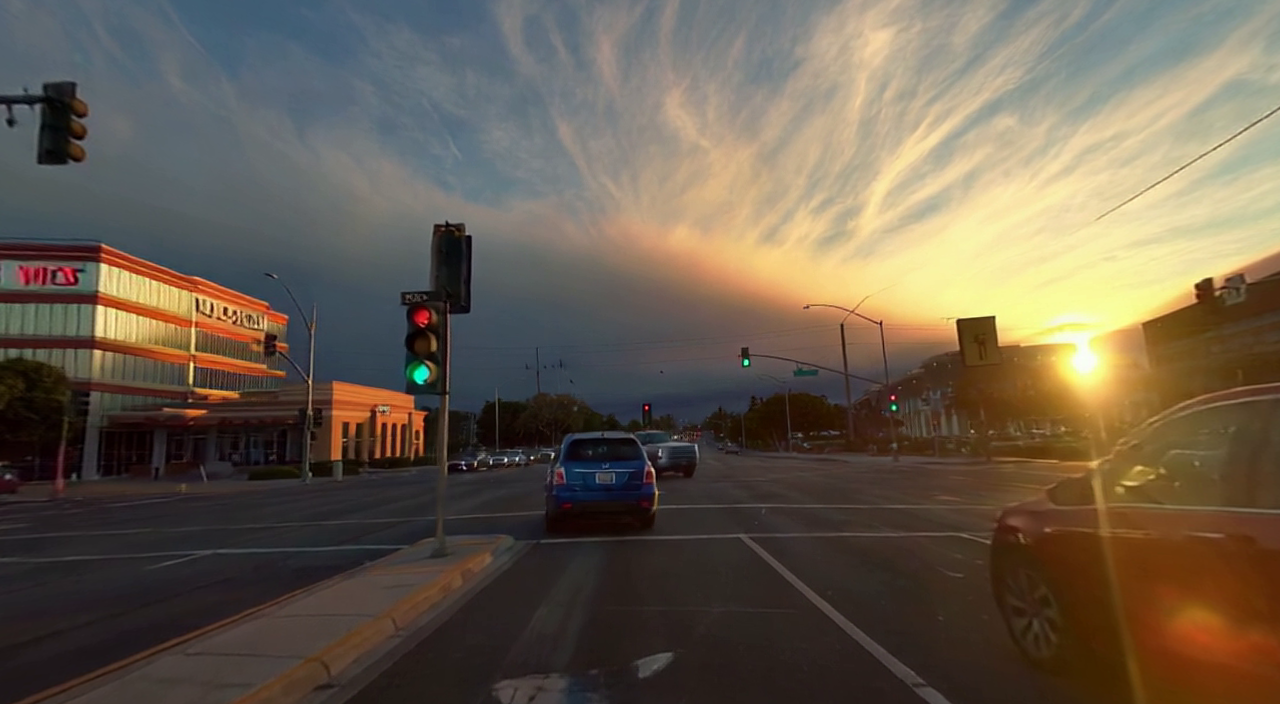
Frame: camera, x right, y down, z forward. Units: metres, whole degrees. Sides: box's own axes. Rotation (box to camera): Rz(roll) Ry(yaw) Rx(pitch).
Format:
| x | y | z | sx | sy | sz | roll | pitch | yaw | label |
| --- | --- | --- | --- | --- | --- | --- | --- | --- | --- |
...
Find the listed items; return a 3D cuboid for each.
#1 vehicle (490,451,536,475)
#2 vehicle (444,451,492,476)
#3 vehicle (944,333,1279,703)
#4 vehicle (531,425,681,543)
| x | y | z | sx | sy | sz | roll | pitch | yaw | label |
| --- | --- | --- | --- | --- | --- | --- | --- | --- | --- |
| -8.592 | 7.539 | 43.114 | 2.163 | 1.529 | 4.210 | 0 | -9 | 1 | vehicle |
| -11.848 | 7.695 | 43.816 | 2.005 | 1.596 | 4.342 | -1 | -9 | 1 | vehicle |
| 3.214 | 0.787 | 2.238 | 2.040 | 1.674 | 4.455 | 0 | -9 | 0 | vehicle |
| -0.879 | 2.357 | 12.019 | 2.238 | 1.762 | 4.445 | 1 | -9 | -11 | vehicle |
